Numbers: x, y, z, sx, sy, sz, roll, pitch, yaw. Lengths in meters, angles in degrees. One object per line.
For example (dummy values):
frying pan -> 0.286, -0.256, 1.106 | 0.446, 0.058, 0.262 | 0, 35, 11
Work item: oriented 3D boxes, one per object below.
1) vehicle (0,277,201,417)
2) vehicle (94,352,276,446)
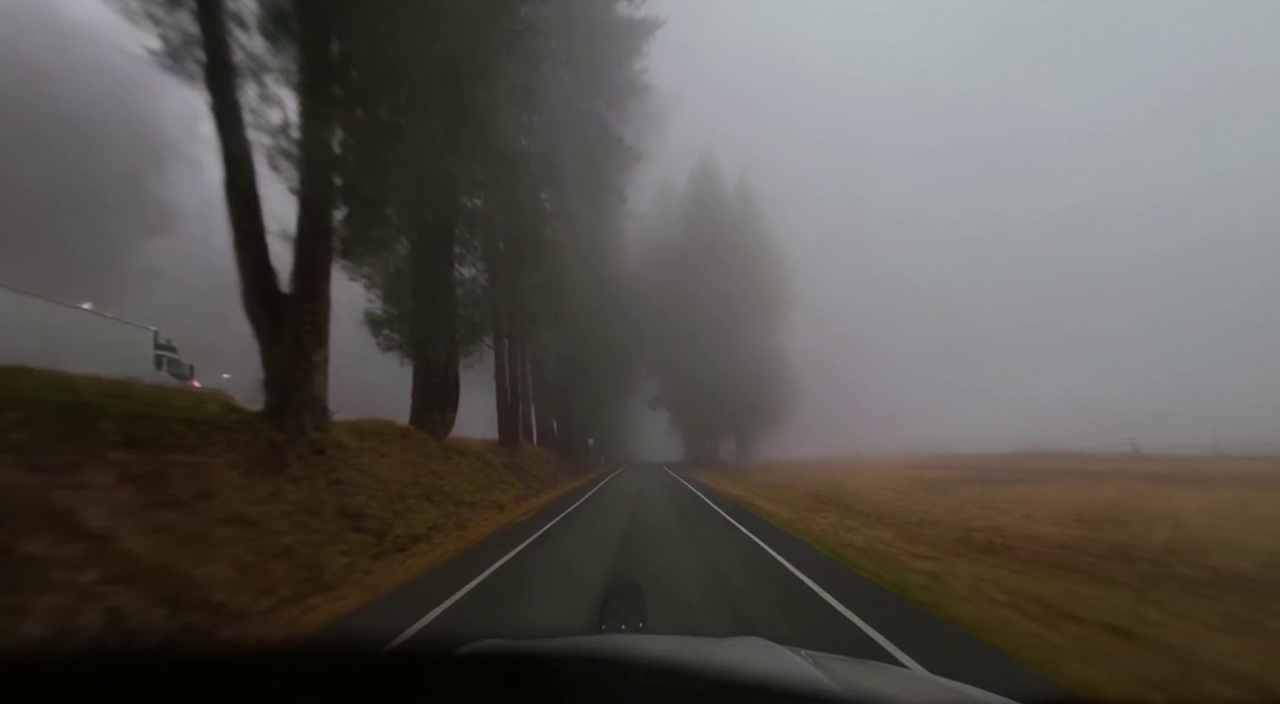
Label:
vehicle -> -24.653, -0.333, 23.971 | 3.314, 4.163, 16.558 | -1, -11, 3
vehicle -> -23.738, 2.657, 33.772 | 3.022, 4.324, 8.607 | -1, -7, 2
